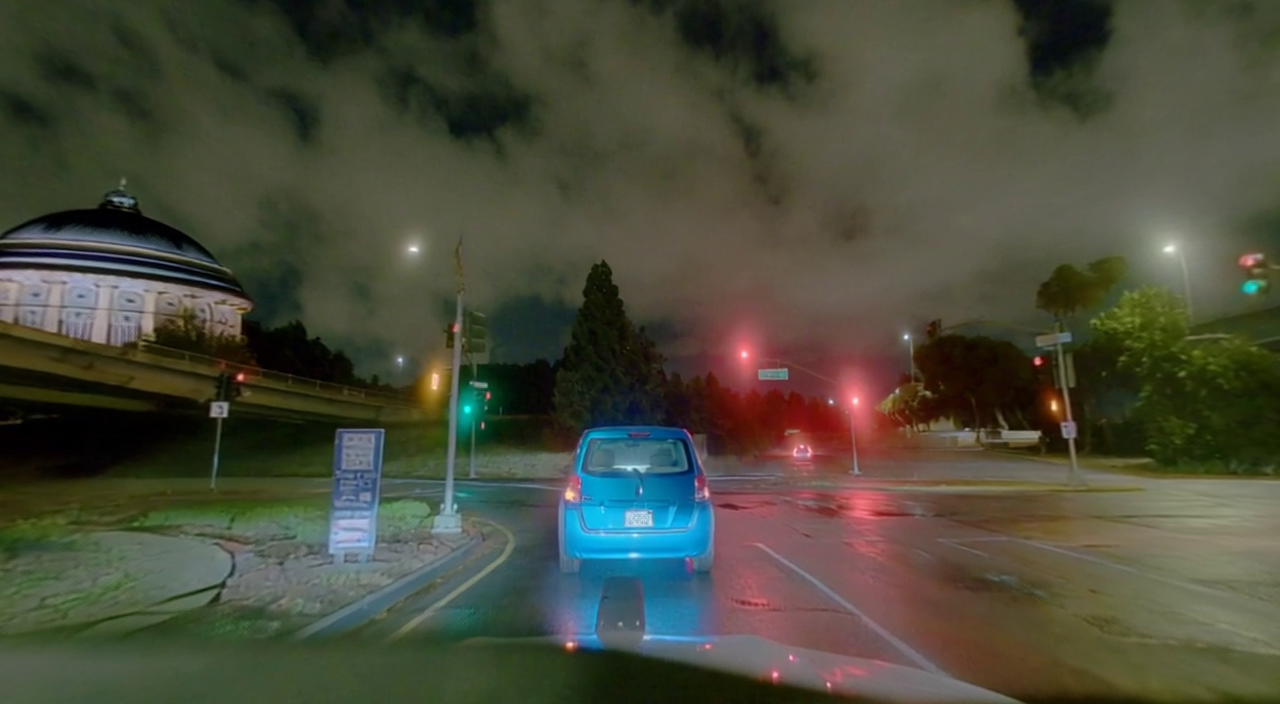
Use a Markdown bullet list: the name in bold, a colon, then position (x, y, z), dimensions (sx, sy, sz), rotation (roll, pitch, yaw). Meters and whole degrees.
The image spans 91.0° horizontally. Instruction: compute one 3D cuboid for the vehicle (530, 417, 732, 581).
- **vehicle**: position (-0.147, 1.735, 8.121), dimensions (1.976, 1.584, 3.772), rotation (1, -9, -2)
